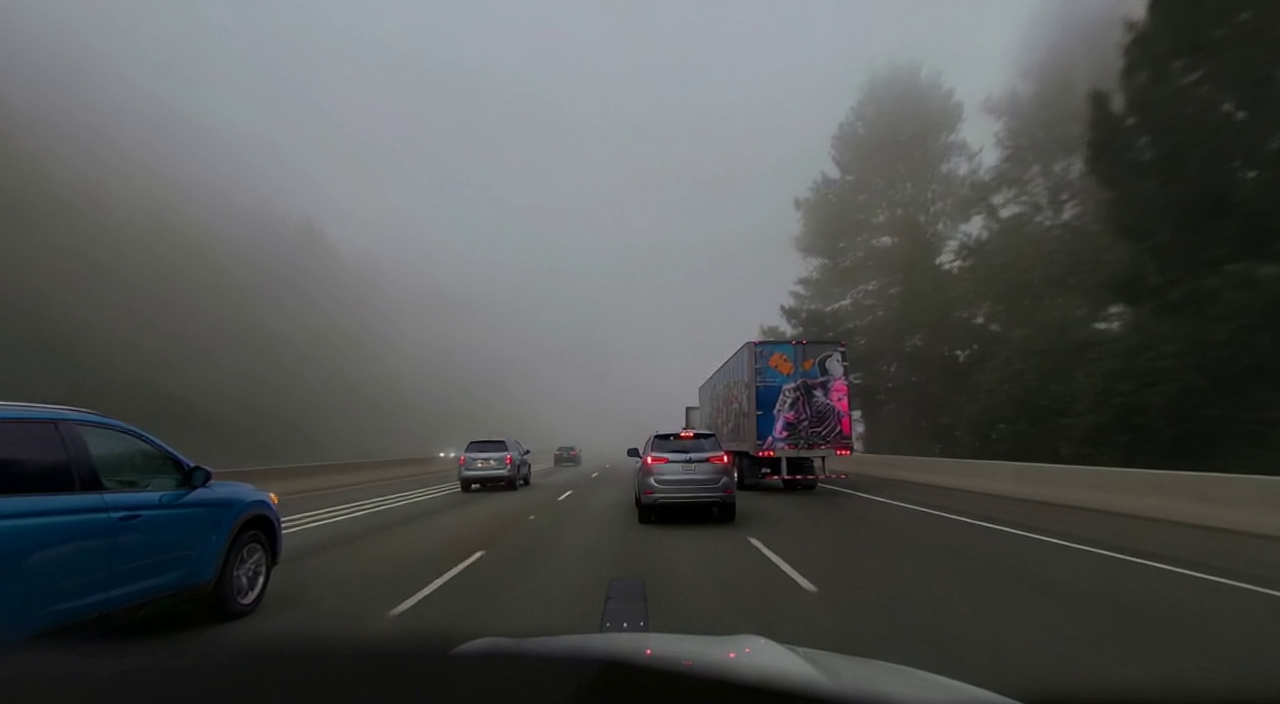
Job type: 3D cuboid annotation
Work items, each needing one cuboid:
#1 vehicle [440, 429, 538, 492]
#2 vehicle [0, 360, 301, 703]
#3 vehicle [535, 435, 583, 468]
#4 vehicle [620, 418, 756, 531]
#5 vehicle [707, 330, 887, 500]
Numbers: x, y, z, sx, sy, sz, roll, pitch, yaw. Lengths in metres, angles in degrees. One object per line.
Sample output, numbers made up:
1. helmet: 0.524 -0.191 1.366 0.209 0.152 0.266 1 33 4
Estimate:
1. vehicle: -4.262 3.122 18.424 1.905 1.642 3.803 0 -8 0
2. vehicle: -4.051 0.931 3.349 1.983 1.666 4.452 0 -8 0
3. vehicle: -4.456 5.540 35.271 2.014 1.683 4.275 0 -8 1
4. vehicle: 0.675 2.072 11.196 2.017 1.662 3.543 0 -8 -1
5. vehicle: 4.514 2.498 22.291 2.828 4.081 14.220 0 -8 0
